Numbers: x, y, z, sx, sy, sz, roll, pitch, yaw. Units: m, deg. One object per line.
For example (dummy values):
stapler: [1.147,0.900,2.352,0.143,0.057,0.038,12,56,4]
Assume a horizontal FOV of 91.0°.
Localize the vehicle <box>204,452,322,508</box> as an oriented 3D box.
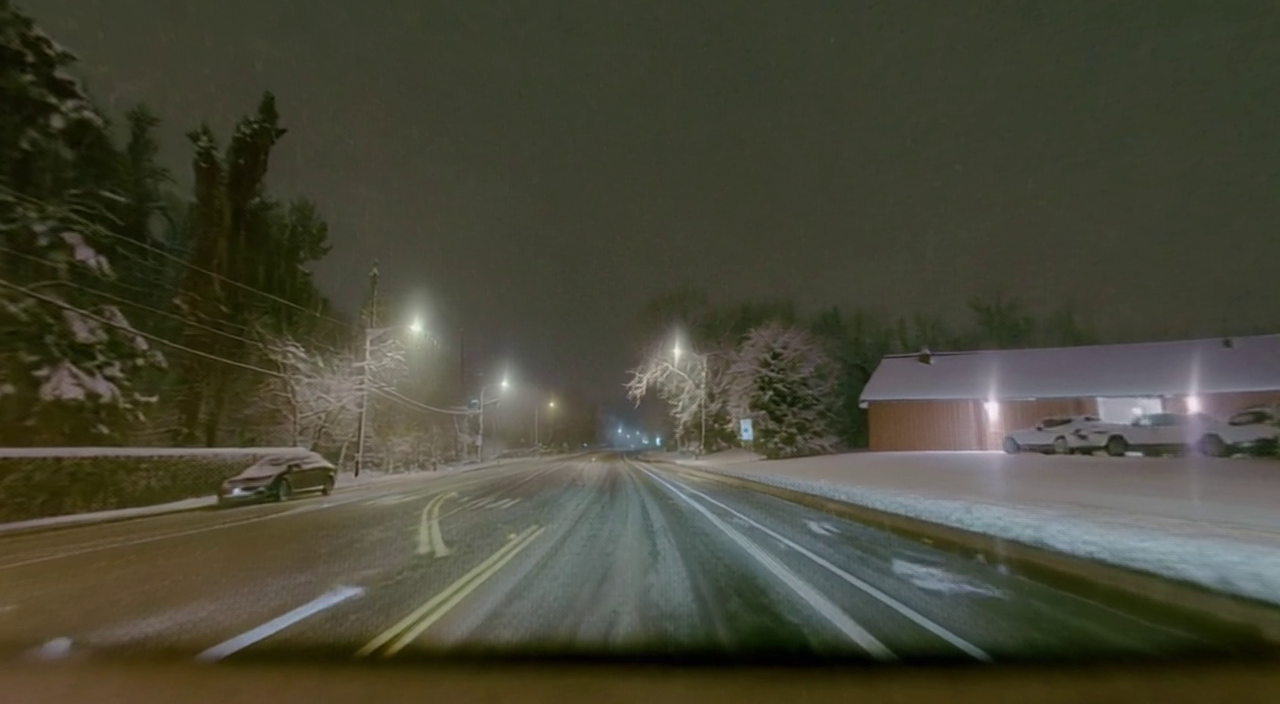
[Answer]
vehicle: [-13.599,4.578,23.047,1.952,1.632,4.200,-4,-8,-3]
